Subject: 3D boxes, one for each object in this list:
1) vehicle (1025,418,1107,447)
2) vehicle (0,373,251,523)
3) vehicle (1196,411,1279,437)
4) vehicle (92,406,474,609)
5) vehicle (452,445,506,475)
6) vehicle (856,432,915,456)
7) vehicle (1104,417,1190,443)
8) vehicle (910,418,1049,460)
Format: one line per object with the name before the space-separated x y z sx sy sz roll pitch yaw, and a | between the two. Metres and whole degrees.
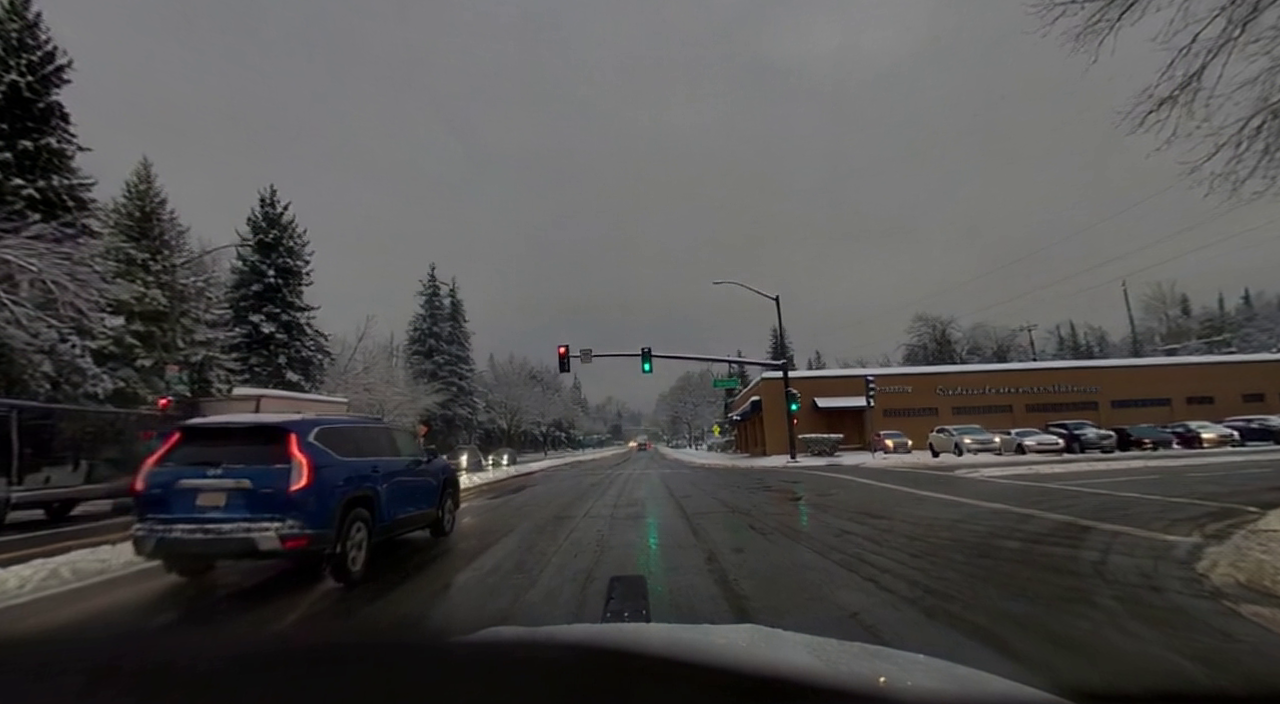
vehicle | 26.373 5.054 39.208 2.011 1.656 4.163 0 -8 -2
vehicle | -16.521 2.791 18.437 3.161 3.455 11.058 0 -8 0
vehicle | 38.367 4.596 39.983 1.715 1.480 4.701 -1 -9 -1
vehicle | -3.517 1.597 7.470 1.934 1.649 4.490 0 -8 -1
vehicle | -9.283 6.256 36.709 2.026 1.616 4.199 0 -8 0
vehicle | 17.320 6.486 44.503 3.329 1.415 1.821 -5 -9 3
vehicle | 31.246 4.855 39.004 1.823 1.480 4.003 0 -8 -3
vehicle | 13.931 3.605 26.067 4.566 1.670 2.000 0 -8 -3
